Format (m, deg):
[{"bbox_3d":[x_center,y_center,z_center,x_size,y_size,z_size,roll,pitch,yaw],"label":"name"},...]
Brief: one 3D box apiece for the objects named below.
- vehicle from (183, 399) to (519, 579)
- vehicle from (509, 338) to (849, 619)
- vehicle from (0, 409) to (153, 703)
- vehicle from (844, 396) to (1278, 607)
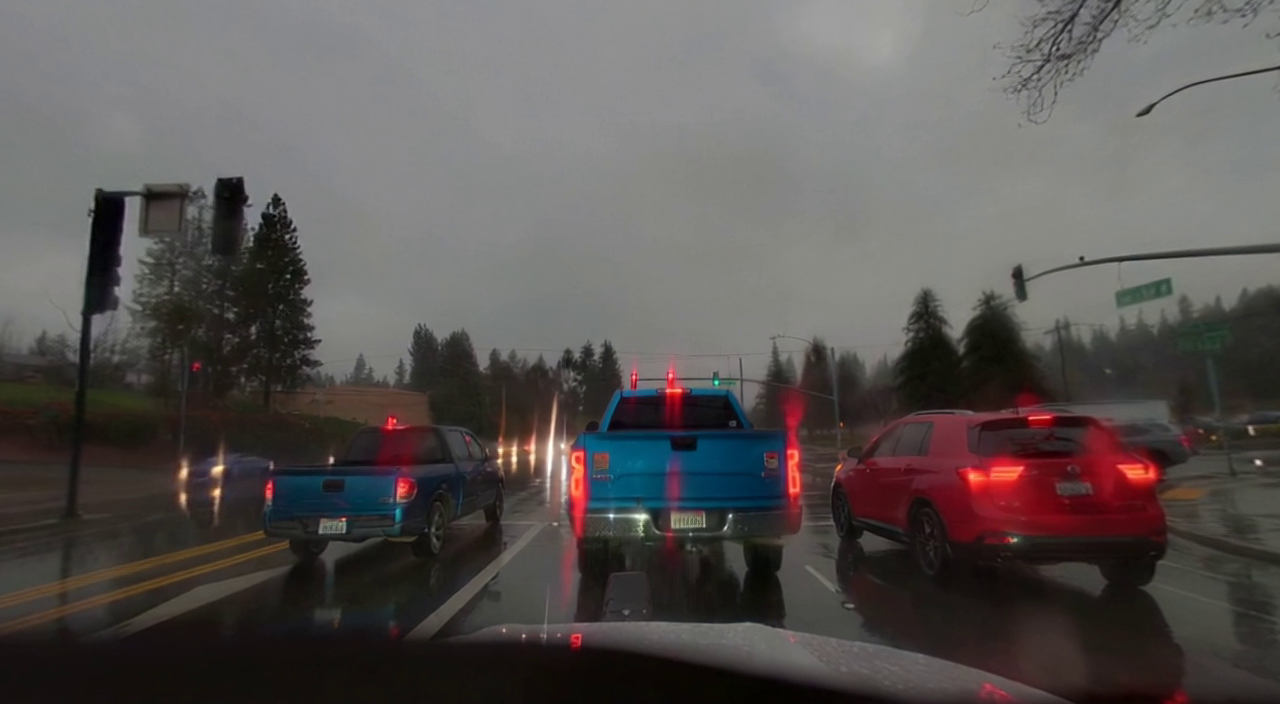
[{"bbox_3d":[-3.300,1.685,8.581,2.125,1.739,4.707,0,-8,3],"label":"vehicle"},{"bbox_3d":[0.328,1.273,7.148,2.505,2.084,4.768,0,-8,1],"label":"vehicle"},{"bbox_3d":[-3.390,0.708,0.657,1.998,1.481,4.656,0,-8,1],"label":"vehicle"},{"bbox_3d":[4.043,1.500,7.186,1.984,1.659,4.226,0,-8,0],"label":"vehicle"}]
